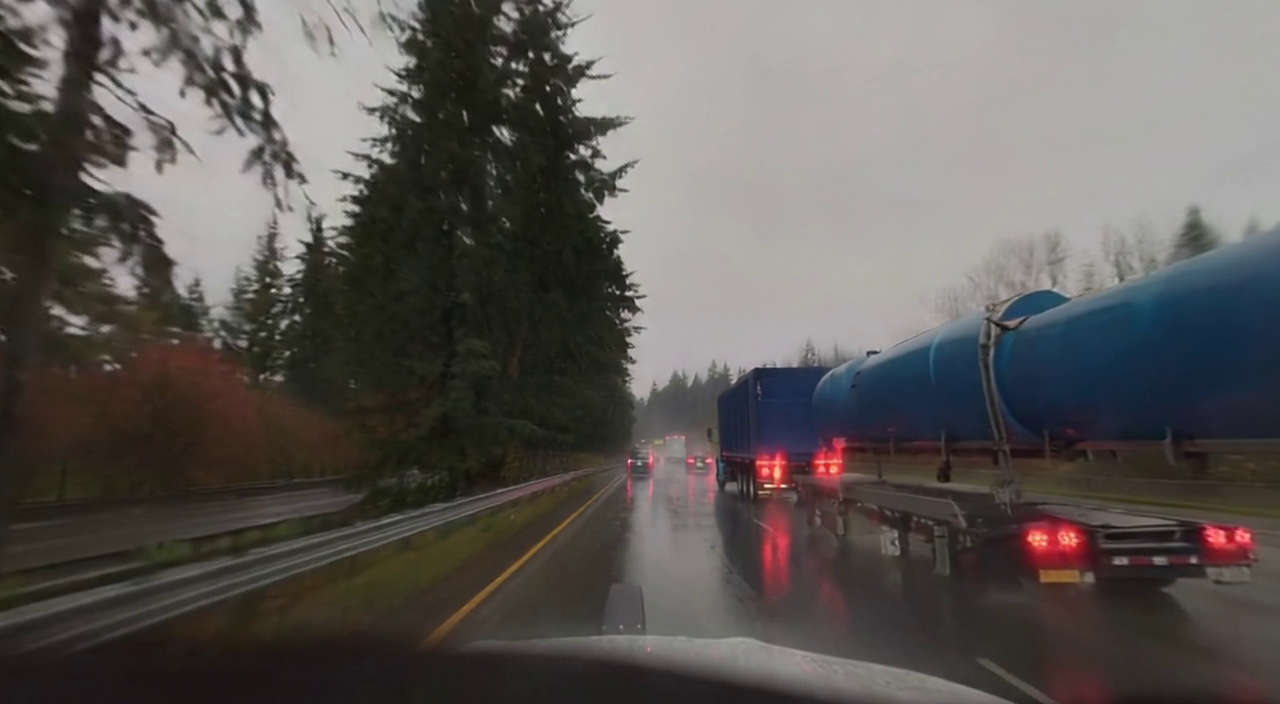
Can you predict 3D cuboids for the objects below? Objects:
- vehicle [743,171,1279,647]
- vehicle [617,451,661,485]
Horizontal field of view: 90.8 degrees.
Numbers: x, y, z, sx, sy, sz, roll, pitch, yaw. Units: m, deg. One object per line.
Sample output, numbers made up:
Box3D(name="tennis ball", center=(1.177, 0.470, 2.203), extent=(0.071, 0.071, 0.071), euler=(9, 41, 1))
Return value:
Box3D(name="vehicle", center=(4.023, 1.208, 10.351), extent=(2.694, 3.453, 11.641), euler=(0, -9, 0))
Box3D(name="vehicle", center=(-0.065, 5.600, 30.692), extent=(2.003, 1.490, 3.636), euler=(0, -9, 0))
